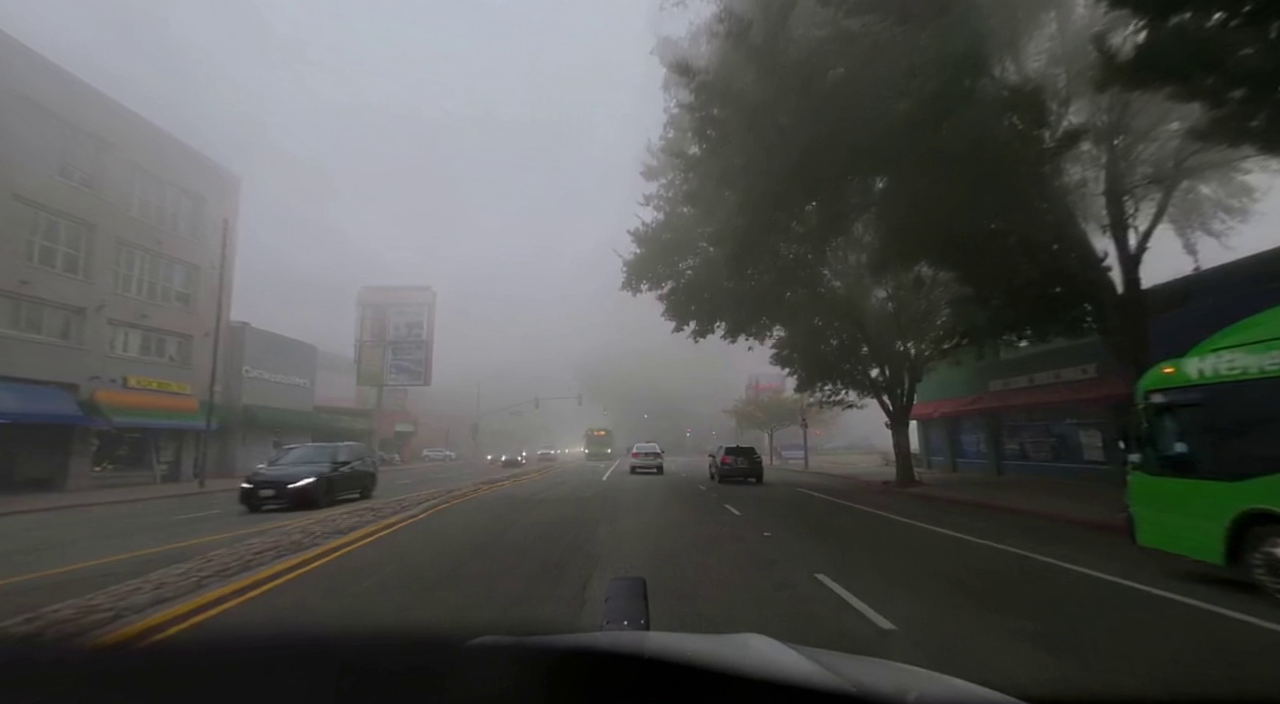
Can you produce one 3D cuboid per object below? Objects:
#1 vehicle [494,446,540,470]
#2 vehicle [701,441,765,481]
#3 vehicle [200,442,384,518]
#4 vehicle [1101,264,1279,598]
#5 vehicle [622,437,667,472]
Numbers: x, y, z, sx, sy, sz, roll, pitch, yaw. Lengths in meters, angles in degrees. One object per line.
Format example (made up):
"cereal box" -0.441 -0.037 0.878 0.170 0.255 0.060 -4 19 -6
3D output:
"vehicle" -8.168 7.106 42.333 2.228 1.476 4.162 0 -8 0
"vehicle" 3.821 4.543 26.511 2.046 1.540 3.883 0 -8 -1
"vehicle" -8.166 2.991 15.368 2.010 1.567 4.250 0 -8 1
"vehicle" 7.665 0.403 3.592 2.998 3.172 9.225 0 -8 0
"vehicle" 0.209 5.631 34.859 2.301 1.837 4.411 0 -8 0
